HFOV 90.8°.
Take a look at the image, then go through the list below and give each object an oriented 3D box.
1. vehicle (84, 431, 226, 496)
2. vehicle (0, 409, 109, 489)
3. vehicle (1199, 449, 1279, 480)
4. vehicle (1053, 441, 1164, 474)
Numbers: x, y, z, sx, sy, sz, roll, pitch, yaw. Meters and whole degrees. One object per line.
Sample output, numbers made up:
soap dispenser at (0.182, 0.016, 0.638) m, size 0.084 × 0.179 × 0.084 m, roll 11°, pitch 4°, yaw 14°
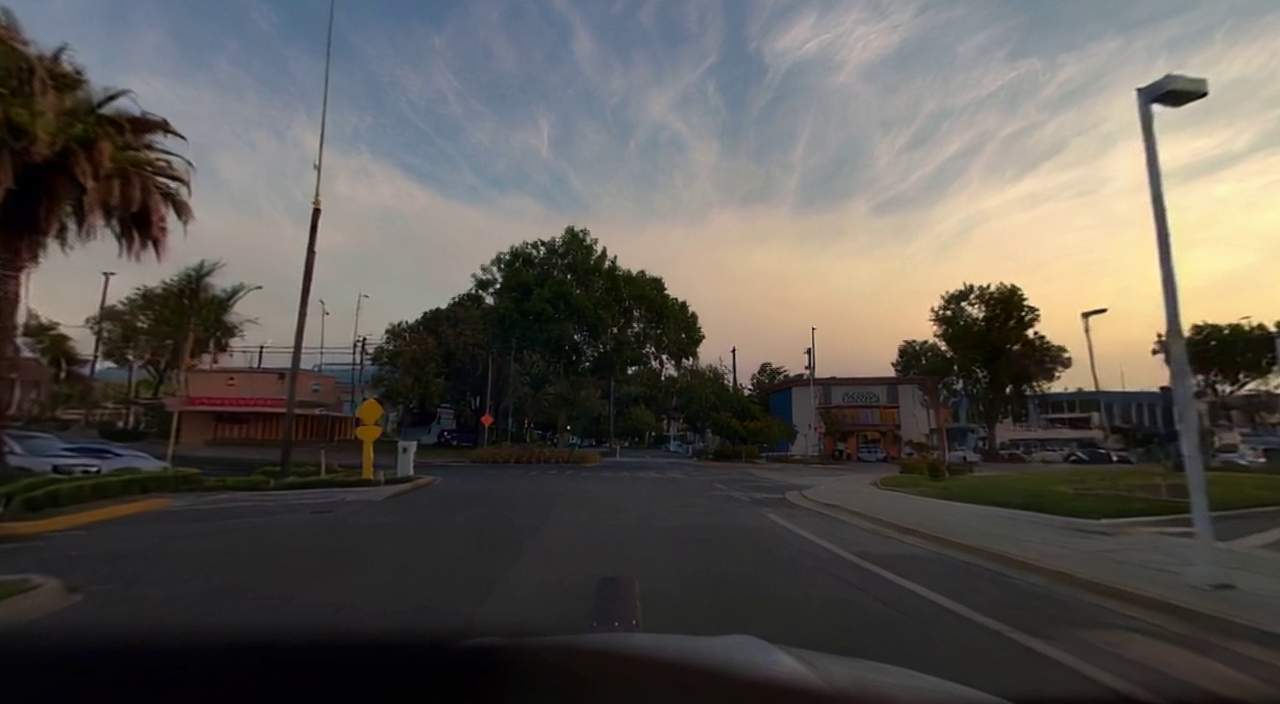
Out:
vehicle at (-12.806, 2.943, 17.042) m, size 1.860 × 1.485 × 4.641 m, roll 4°, pitch -10°, yaw -23°
vehicle at (-15.846, 2.510, 16.598) m, size 2.002 × 1.809 × 4.772 m, roll 4°, pitch -9°, yaw -30°
vehicle at (36.587, 6.723, 37.919) m, size 4.241 × 1.743 × 2.016 m, roll 1°, pitch -9°, yaw -5°
vehicle at (27.437, 6.190, 37.109) m, size 4.839 × 1.845 × 2.037 m, roll 0°, pitch -9°, yaw -2°
